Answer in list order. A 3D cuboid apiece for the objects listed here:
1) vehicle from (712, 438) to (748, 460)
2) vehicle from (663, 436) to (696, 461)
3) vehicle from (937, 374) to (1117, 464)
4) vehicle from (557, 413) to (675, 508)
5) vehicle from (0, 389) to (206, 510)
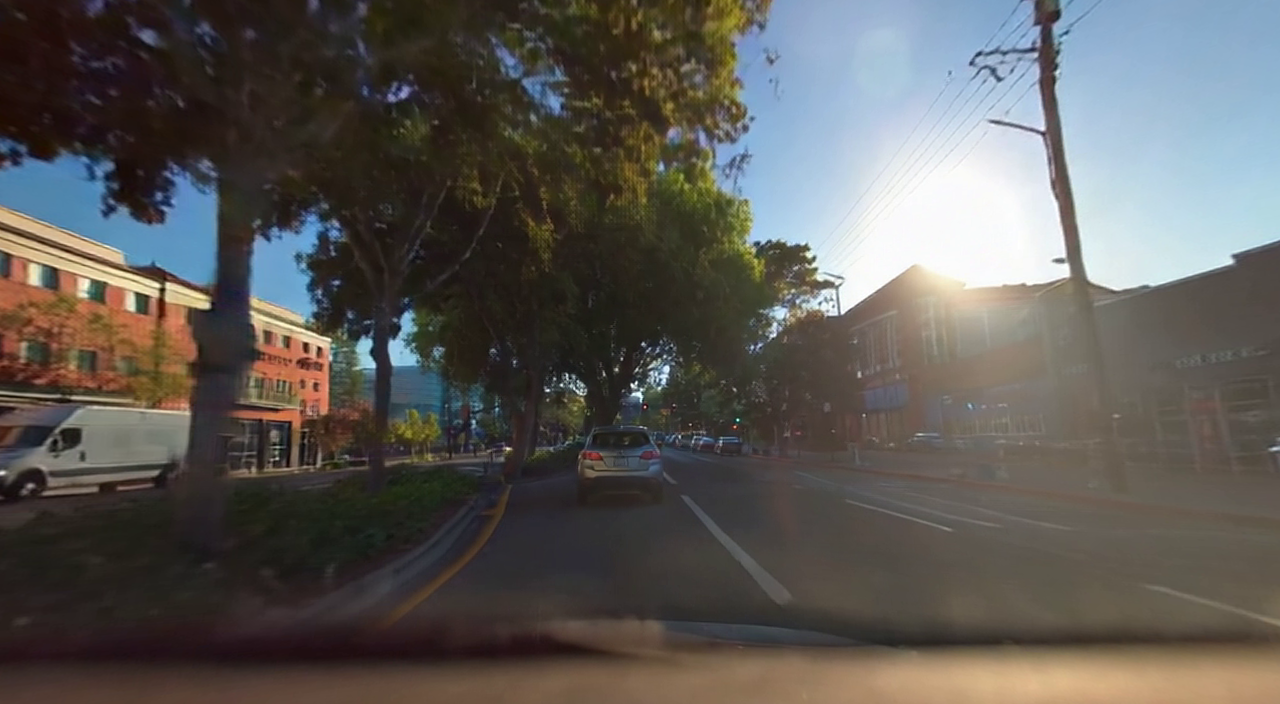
[{"bbox_3d":[6.224,6.790,44.086,1.777,1.443,3.942,0,-8,-2],"label":"vehicle"},{"bbox_3d":[2.648,6.641,43.603,1.929,1.590,4.287,0,-8,-1],"label":"vehicle"},{"bbox_3d":[18.302,3.458,30.956,3.269,3.755,8.862,0,-9,2],"label":"vehicle"},{"bbox_3d":[-0.509,2.403,14.332,2.277,1.816,4.192,0,-8,-1],"label":"vehicle"},{"bbox_3d":[-19.076,3.311,21.707,2.811,3.399,7.898,0,-9,-2],"label":"vehicle"}]
